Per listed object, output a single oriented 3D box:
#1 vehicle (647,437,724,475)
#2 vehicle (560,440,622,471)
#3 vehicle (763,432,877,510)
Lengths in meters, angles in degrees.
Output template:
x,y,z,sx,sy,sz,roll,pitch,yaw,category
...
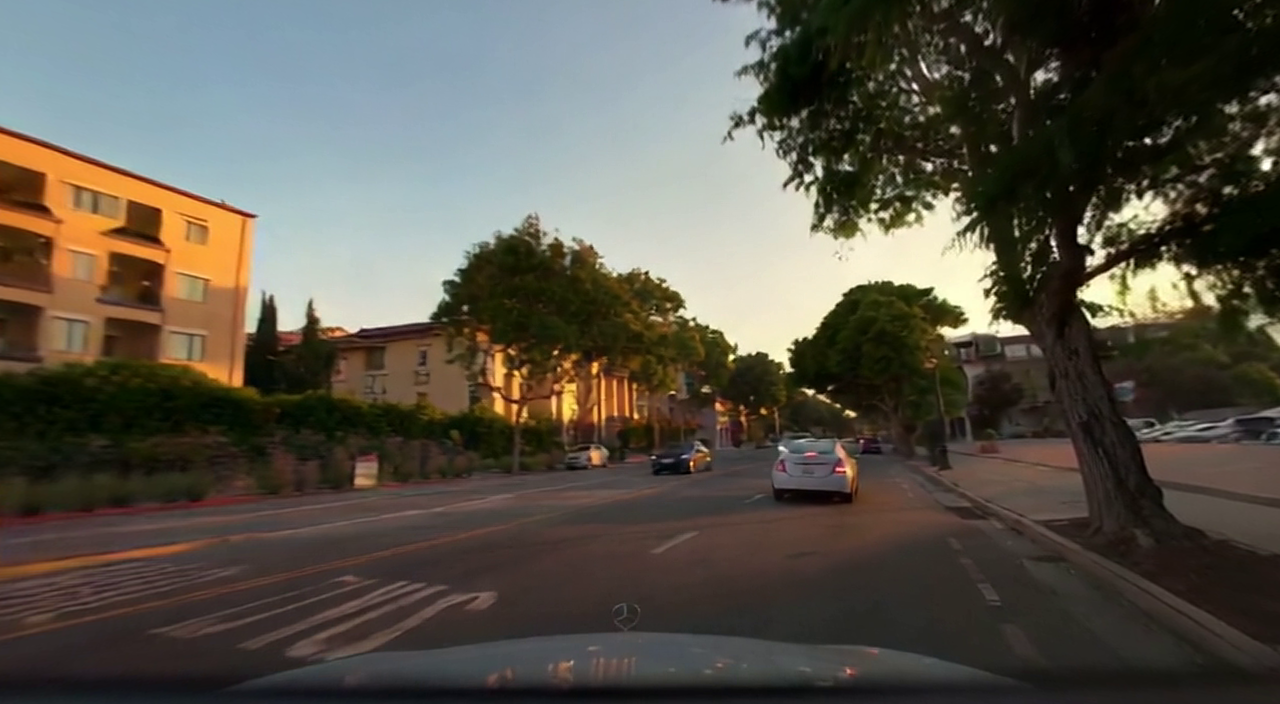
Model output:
x,y,z,sx,sy,sz,roll,pitch,yaw,category
2.105,4.512,27.860,2.170,1.465,4.648,-3,-8,20,vehicle
-2.794,6.013,37.083,1.982,1.445,4.458,-8,-9,17,vehicle
4.226,2.594,14.538,2.116,1.479,4.358,-3,-8,19,vehicle
